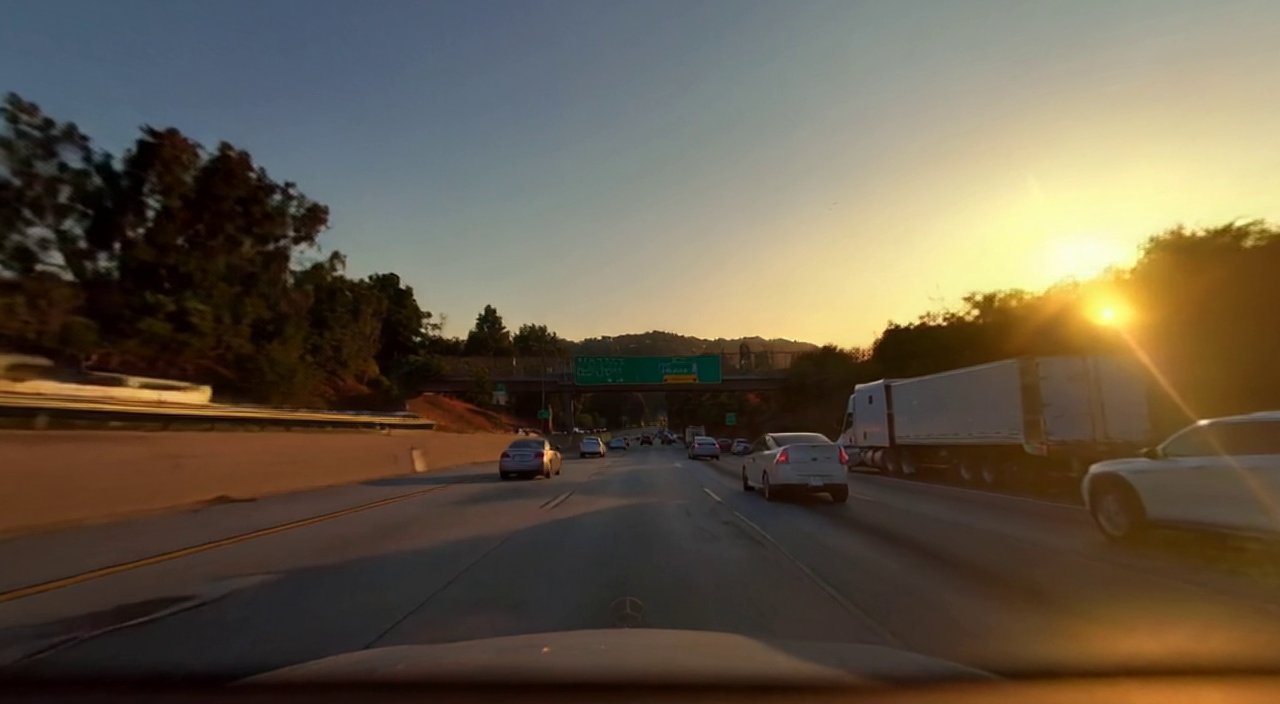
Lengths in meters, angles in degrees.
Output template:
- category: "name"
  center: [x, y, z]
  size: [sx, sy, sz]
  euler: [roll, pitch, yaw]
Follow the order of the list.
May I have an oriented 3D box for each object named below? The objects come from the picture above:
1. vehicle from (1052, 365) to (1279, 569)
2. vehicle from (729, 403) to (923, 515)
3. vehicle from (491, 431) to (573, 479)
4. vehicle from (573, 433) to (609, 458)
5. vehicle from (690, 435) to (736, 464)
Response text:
- category: "vehicle"
  center: [7.407, 1.202, 6.669]
  size: [2.291, 1.968, 5.662]
  euler: [0, -8, 0]
- category: "vehicle"
  center: [3.643, 2.265, 13.831]
  size: [2.517, 1.935, 5.552]
  euler: [0, -8, 0]
- category: "vehicle"
  center: [-3.594, 3.519, 21.750]
  size: [1.978, 1.473, 4.073]
  euler: [0, -8, 2]
- category: "vehicle"
  center: [-3.352, 6.475, 43.841]
  size: [2.020, 1.628, 4.248]
  euler: [0, -8, 1]
- category: "vehicle"
  center: [3.892, 5.252, 34.146]
  size: [1.953, 1.480, 4.053]
  euler: [0, -8, -1]
